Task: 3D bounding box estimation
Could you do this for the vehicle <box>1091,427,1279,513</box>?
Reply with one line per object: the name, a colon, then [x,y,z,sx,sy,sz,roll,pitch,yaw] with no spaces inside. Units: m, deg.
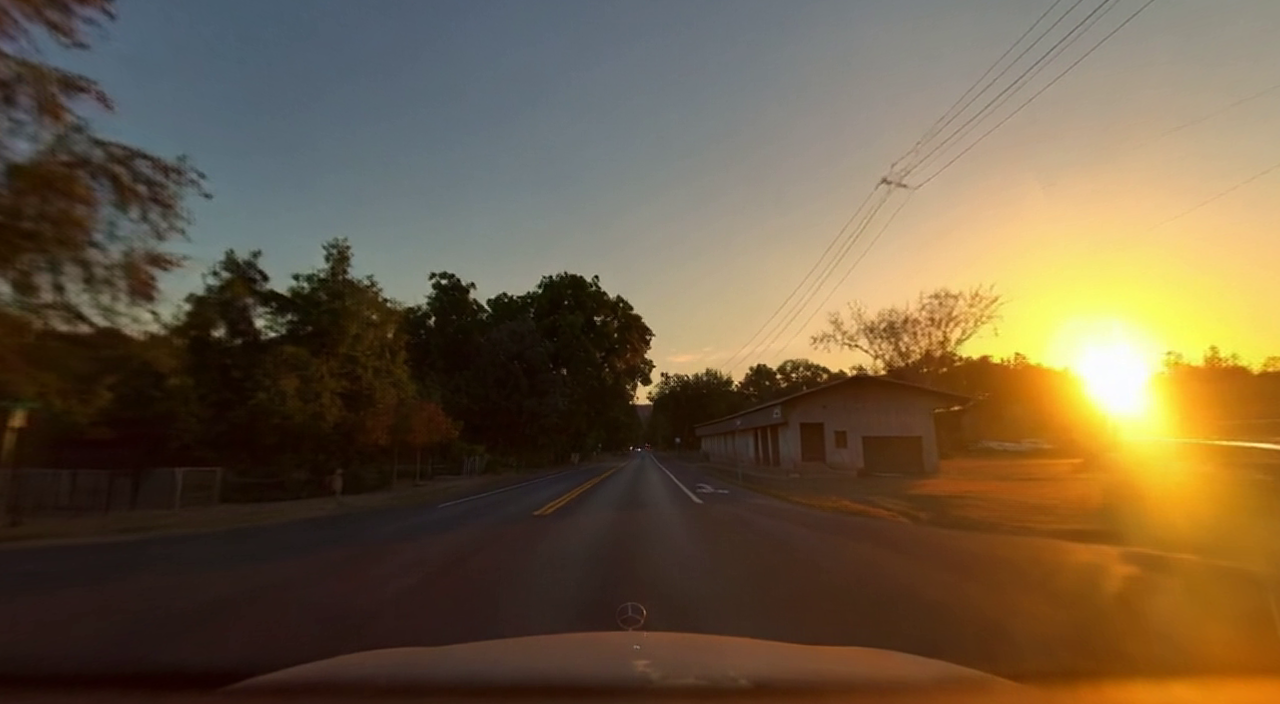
vehicle: [14.237,2.799,15.271,2.037,1.829,4.919,4,-9,-21]
